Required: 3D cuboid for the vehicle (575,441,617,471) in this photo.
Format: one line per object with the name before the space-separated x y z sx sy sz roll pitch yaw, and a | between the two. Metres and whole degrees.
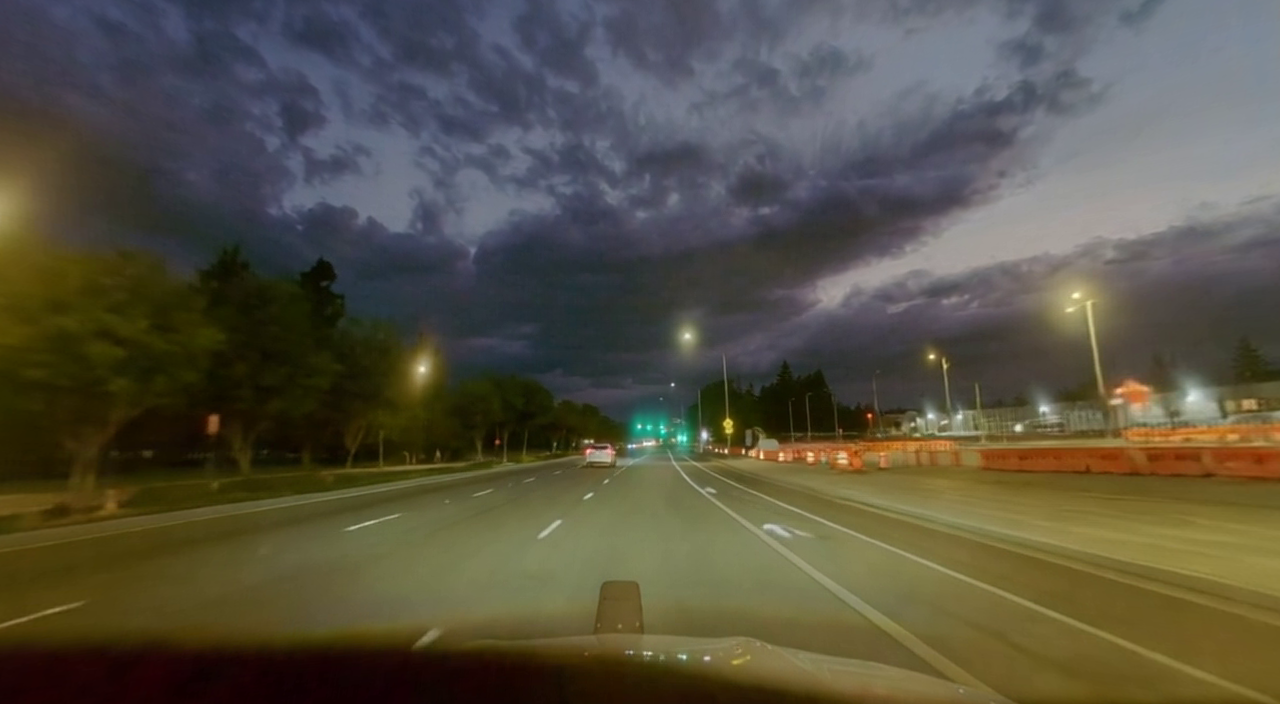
vehicle | -2.539 6.113 37.473 2.121 1.654 3.993 0 -8 1
